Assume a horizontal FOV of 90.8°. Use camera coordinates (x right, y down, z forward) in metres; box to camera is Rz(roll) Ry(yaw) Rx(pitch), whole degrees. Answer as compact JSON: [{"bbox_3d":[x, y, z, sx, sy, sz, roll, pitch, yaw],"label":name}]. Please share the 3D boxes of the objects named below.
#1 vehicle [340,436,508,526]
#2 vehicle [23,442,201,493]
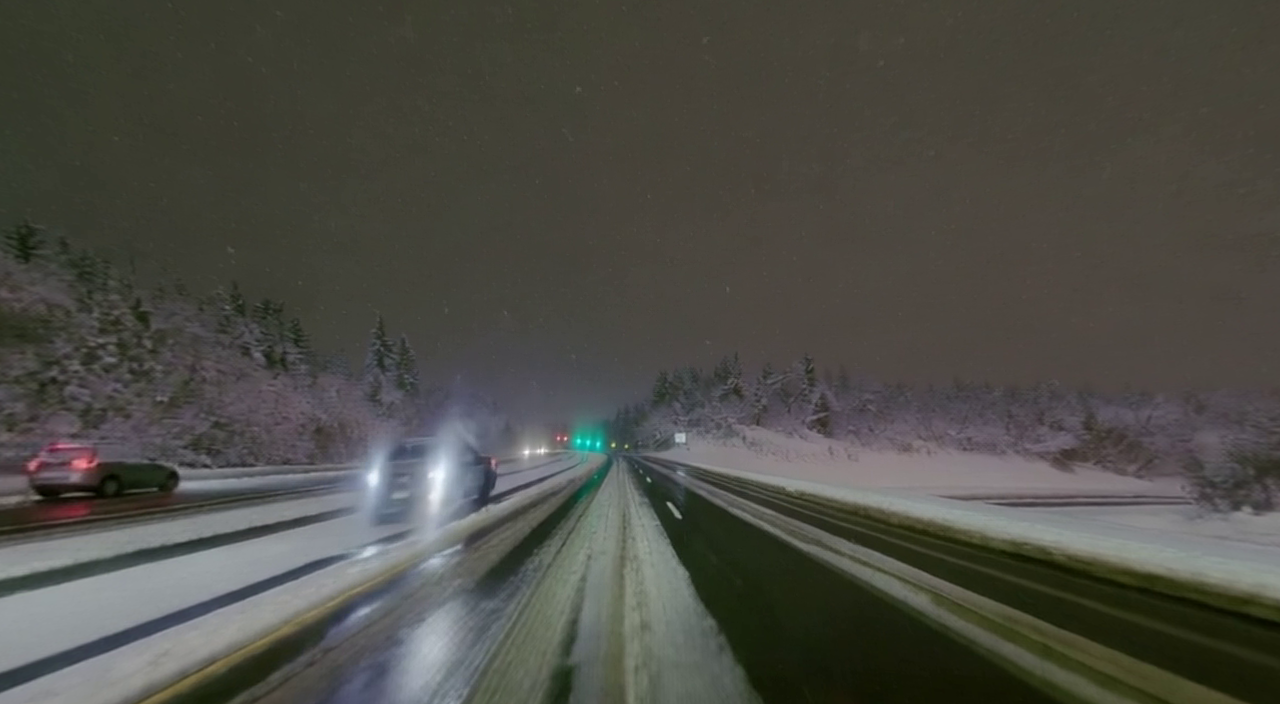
[{"bbox_3d":[-4.113,2.492,12.747,1.722,1.523,3.736,-1,-8,6],"label":"vehicle"},{"bbox_3d":[-17.520,3.838,21.337,2.036,1.525,4.677,0,-9,-1],"label":"vehicle"}]
